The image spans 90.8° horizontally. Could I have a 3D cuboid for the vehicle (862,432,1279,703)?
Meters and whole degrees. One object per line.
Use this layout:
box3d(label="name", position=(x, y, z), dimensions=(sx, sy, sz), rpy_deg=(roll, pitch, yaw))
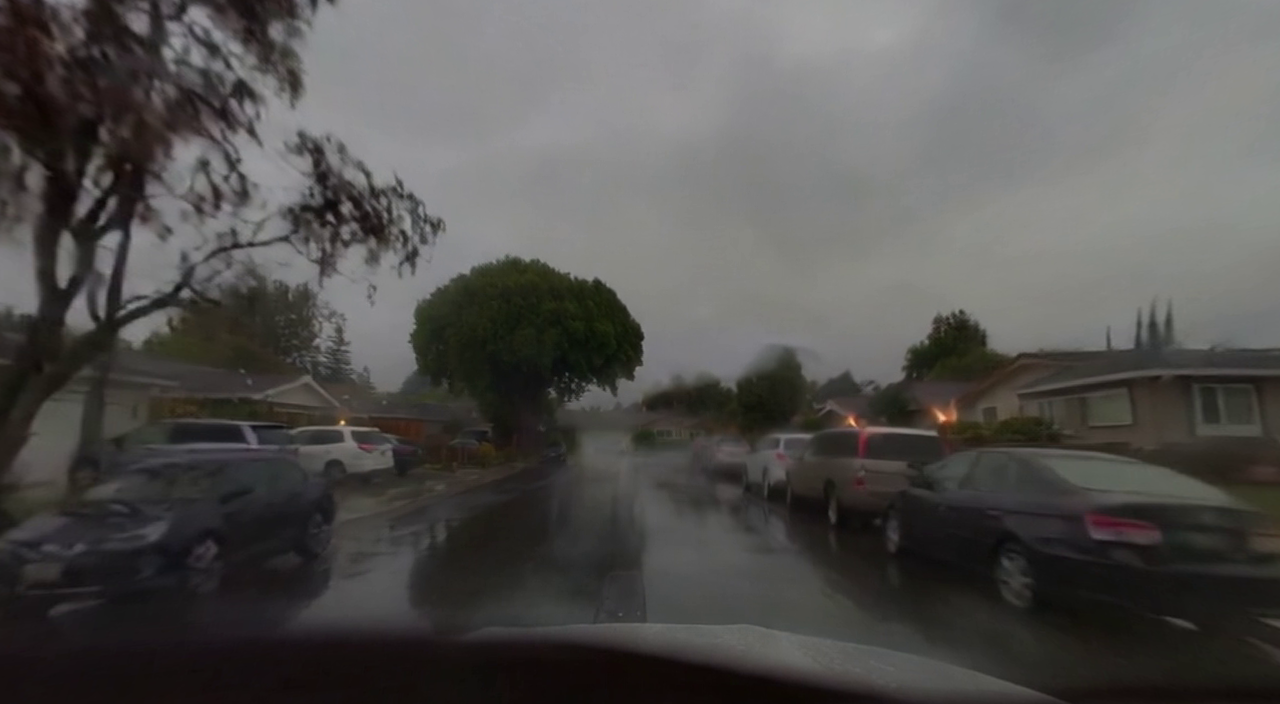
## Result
box3d(label="vehicle", position=(3.912, 1.515, 5.753), dimensions=(2.042, 1.456, 4.903), rpy_deg=(0, -8, 0))

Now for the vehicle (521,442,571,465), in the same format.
box3d(label="vehicle", position=(-6.646, 7.064, 44.187), dimensions=(2.236, 1.459, 4.832), rpy_deg=(3, -9, -23))

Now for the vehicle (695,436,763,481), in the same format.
box3d(label="vehicle", position=(3.921, 4.808, 28.902), dimensions=(2.235, 1.829, 5.194), rpy_deg=(0, -8, -1))

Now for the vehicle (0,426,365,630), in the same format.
box3d(label="vehicle", position=(-5.024, 1.713, 7.187), dimensions=(1.943, 1.602, 4.172), rpy_deg=(0, -8, -1))
